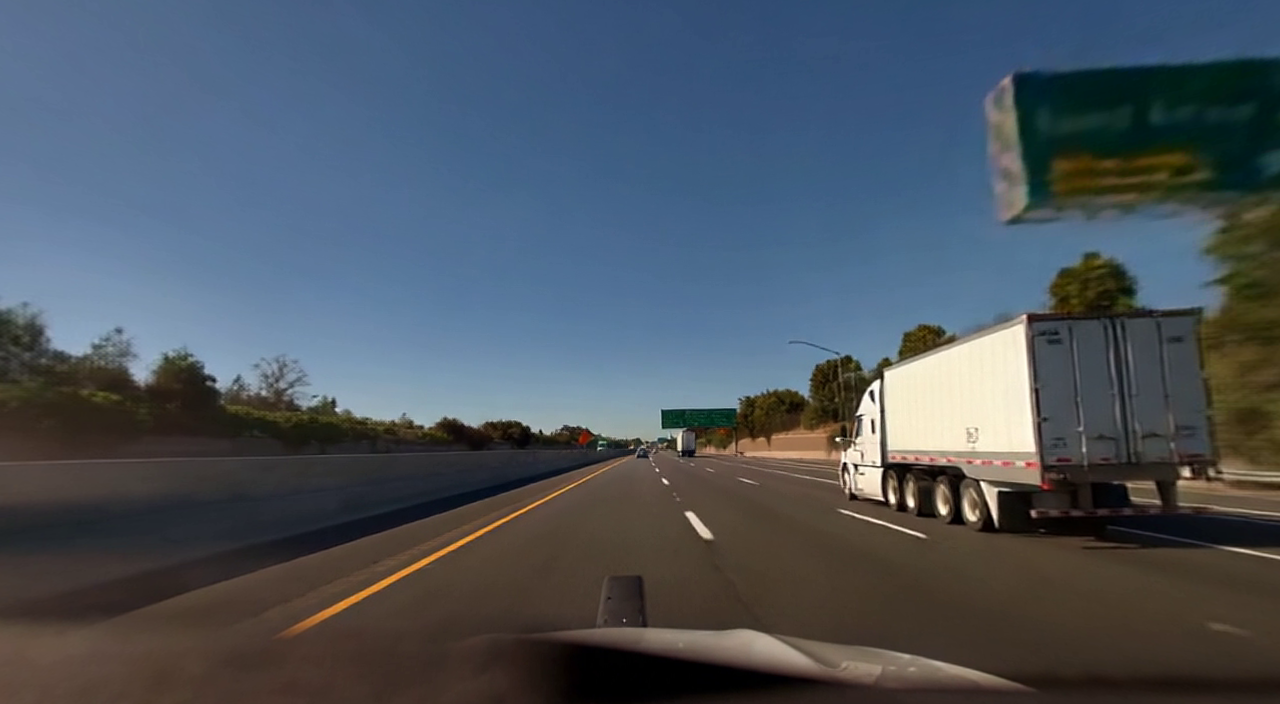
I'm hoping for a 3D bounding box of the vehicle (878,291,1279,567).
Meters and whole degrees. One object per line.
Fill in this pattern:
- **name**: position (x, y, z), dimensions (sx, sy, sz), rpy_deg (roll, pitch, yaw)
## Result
- **vehicle**: position (7.041, 1.425, 11.073), dimensions (2.690, 3.197, 7.515), rpy_deg (1, -9, 0)
